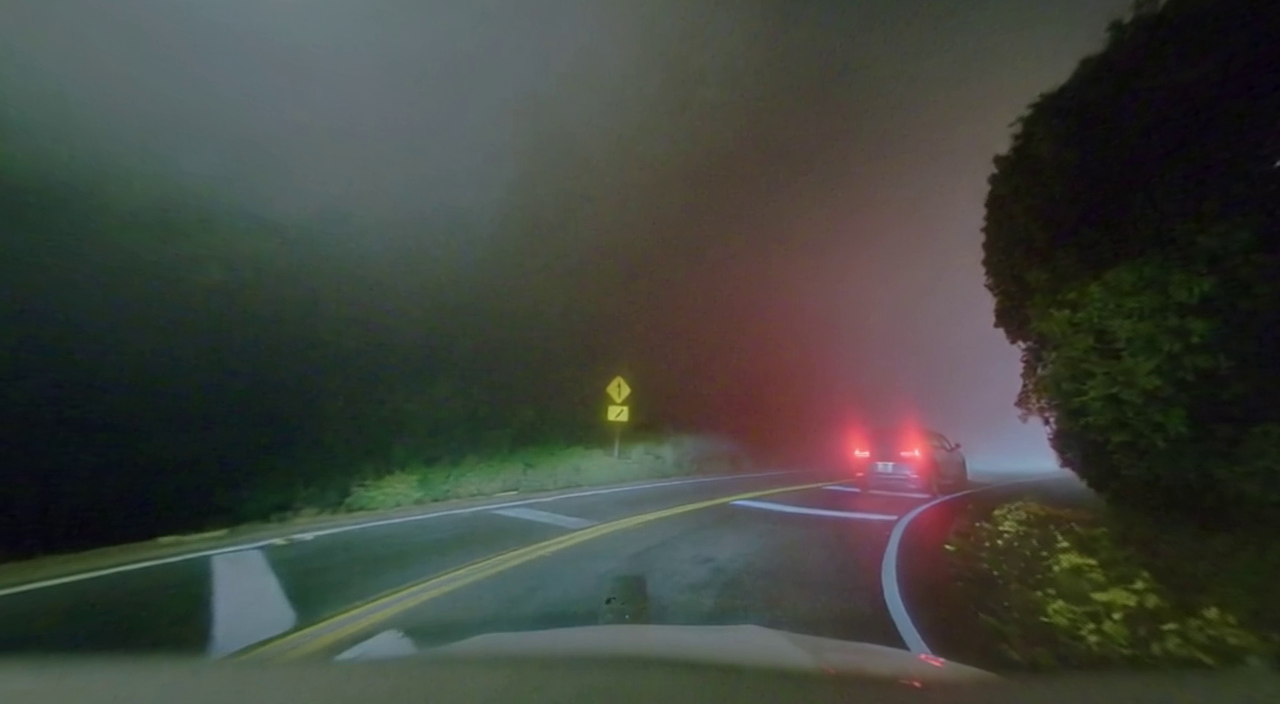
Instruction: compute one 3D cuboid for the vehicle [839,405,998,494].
[{"bbox_3d":[7.697,2.608,17.026,2.500,1.961,5.637,-7,-11,38],"label":"vehicle"}]
